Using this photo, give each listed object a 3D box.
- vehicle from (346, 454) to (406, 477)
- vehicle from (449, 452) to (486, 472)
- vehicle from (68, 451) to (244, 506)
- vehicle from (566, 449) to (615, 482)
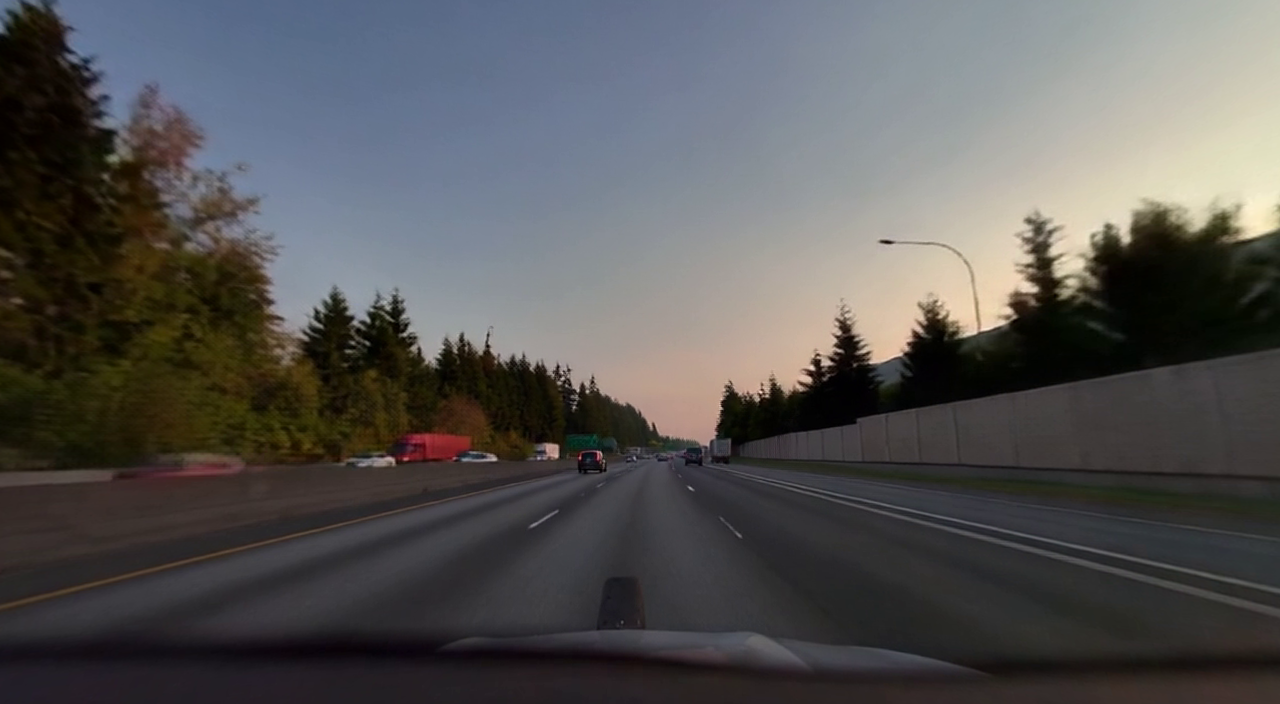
[{"bbox_3d":[-17.706,7.602,42.481,1.959,1.448,4.503,0,-9,2],"label":"vehicle"},{"bbox_3d":[-13.336,8.512,48.991,1.728,1.475,3.566,-1,-9,3],"label":"vehicle"},{"bbox_3d":[-14.402,3.756,19.144,1.795,1.449,4.364,0,-9,1],"label":"vehicle"},{"bbox_3d":[-2.348,5.551,31.158,2.035,1.513,4.272,0,-9,1],"label":"vehicle"}]
